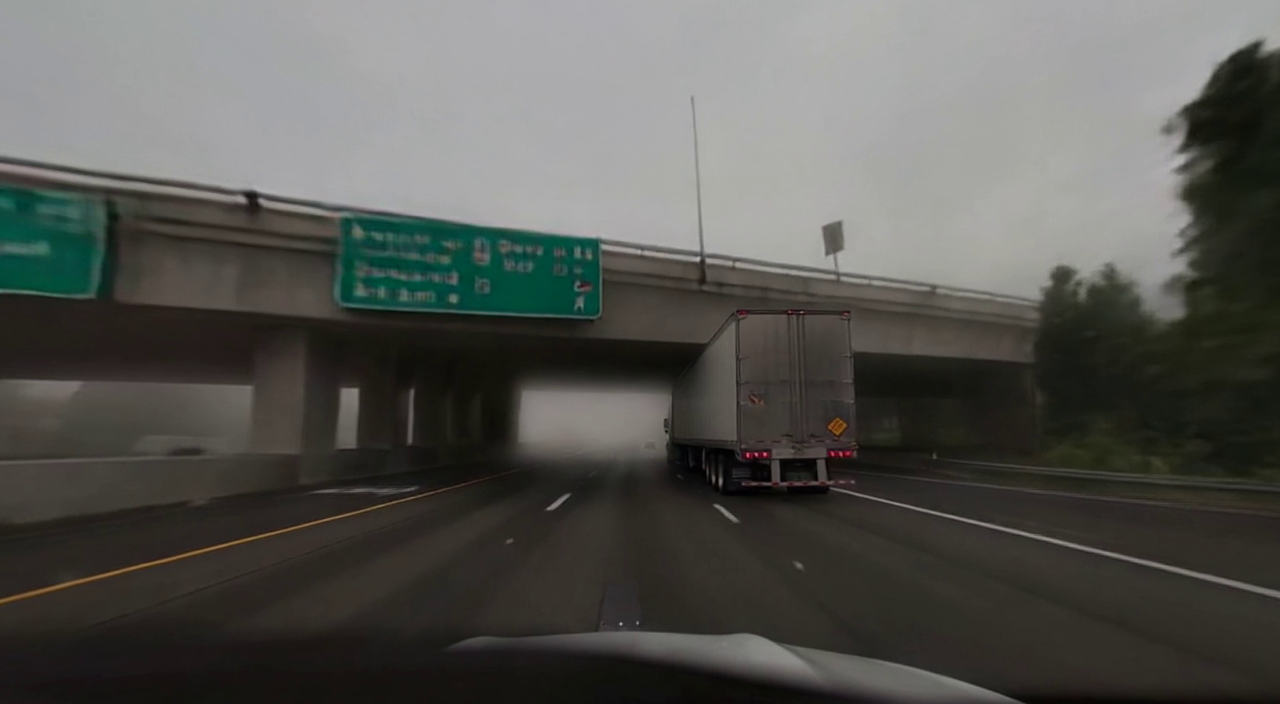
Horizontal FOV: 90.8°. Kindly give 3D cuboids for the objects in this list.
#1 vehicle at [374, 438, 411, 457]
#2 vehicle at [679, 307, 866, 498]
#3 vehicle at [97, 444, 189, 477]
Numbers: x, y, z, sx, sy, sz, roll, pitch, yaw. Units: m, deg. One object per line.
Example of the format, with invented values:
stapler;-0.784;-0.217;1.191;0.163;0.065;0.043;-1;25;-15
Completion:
vehicle;-17.796;6.937;45.562;1.391;1.308;3.105;0;-9;-1
vehicle;3.362;2.290;21.944;2.743;4.160;16.408;0;-9;-1
vehicle;-21.978;4.795;28.104;1.436;1.326;3.245;0;-8;0
